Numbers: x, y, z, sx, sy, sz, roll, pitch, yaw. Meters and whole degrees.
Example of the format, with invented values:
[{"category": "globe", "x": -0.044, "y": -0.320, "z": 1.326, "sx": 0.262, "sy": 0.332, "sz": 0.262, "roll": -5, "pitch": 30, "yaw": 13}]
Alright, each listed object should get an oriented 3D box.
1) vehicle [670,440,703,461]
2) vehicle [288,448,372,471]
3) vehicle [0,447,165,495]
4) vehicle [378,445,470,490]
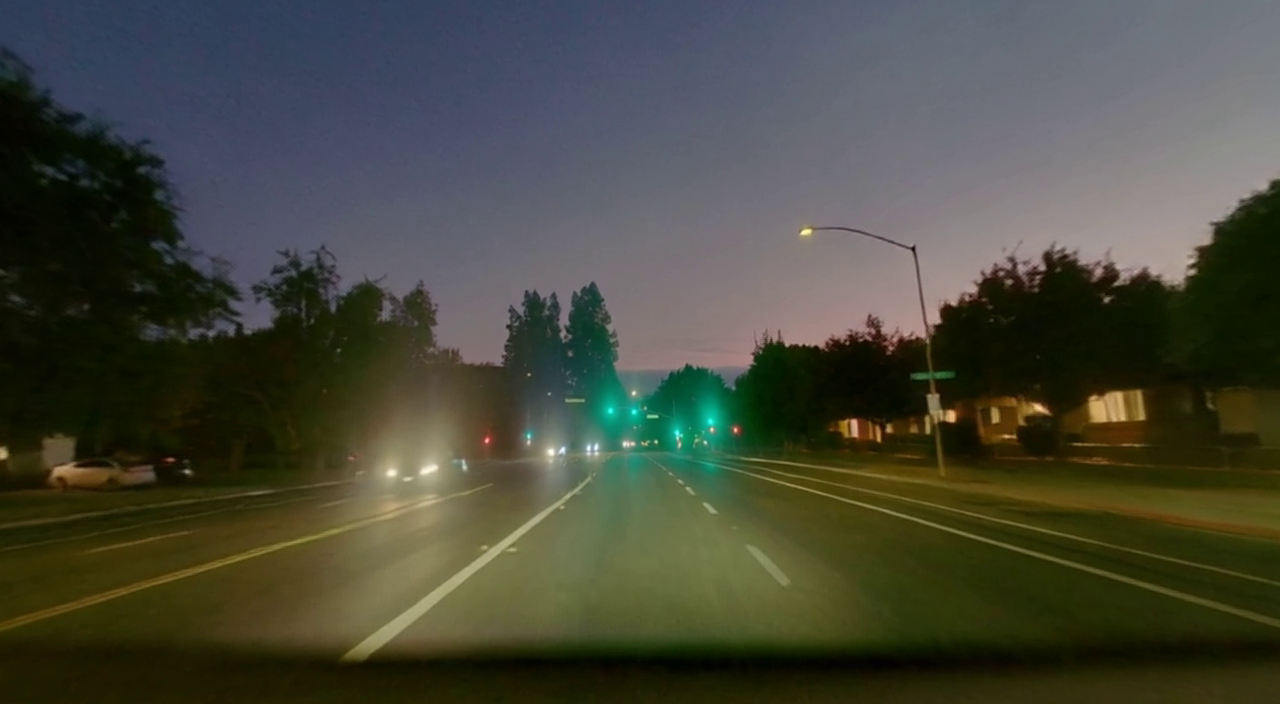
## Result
[{"category": "vehicle", "x": 3.501, "y": 7.559, "z": 48.488, "sx": 2.133, "sy": 1.494, "sz": 4.265, "roll": 0, "pitch": -9, "yaw": -2}, {"category": "vehicle", "x": -20.369, "y": 7.093, "z": 41.640, "sx": 4.464, "sy": 1.453, "sz": 1.931, "roll": 0, "pitch": -9, "yaw": -1}, {"category": "vehicle", "x": -20.624, "y": 4.361, "z": 23.422, "sx": 4.354, "sy": 1.676, "sz": 1.905, "roll": 0, "pitch": -9, "yaw": -1}, {"category": "vehicle", "x": -7.890, "y": 4.241, "z": 23.570, "sx": 1.931, "sy": 1.483, "sz": 4.246, "roll": 0, "pitch": -9, "yaw": 0}]
